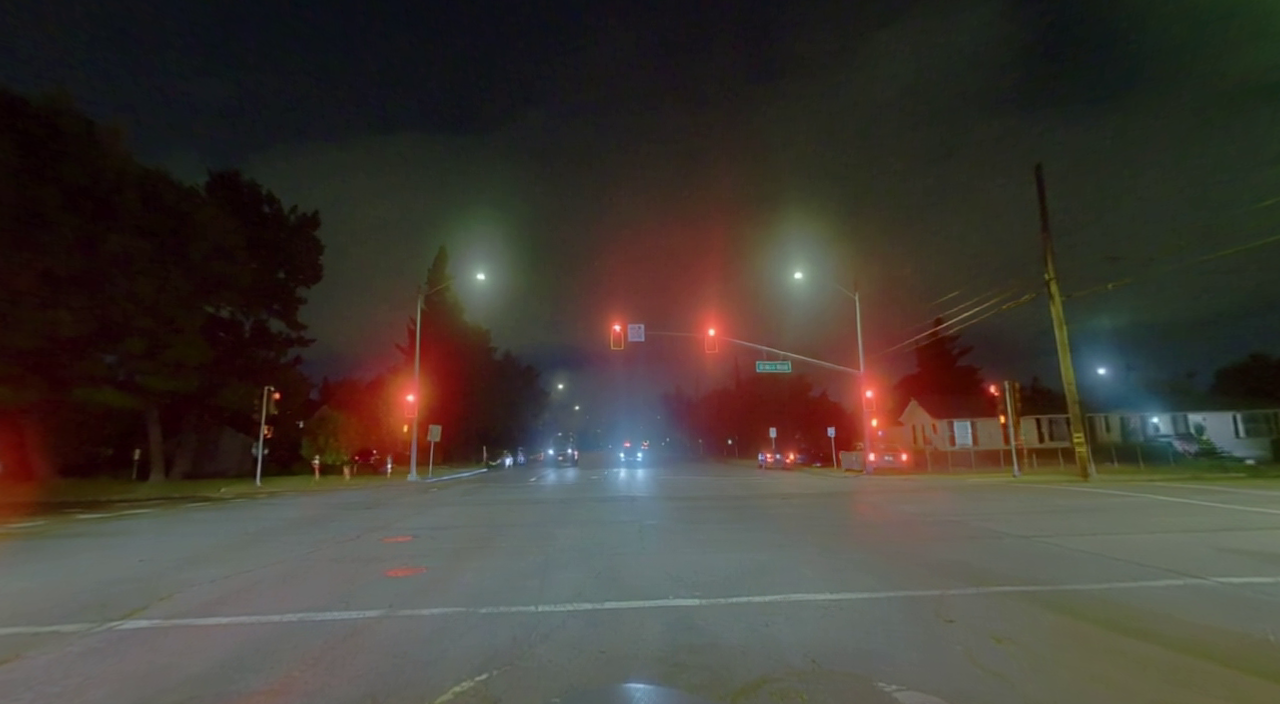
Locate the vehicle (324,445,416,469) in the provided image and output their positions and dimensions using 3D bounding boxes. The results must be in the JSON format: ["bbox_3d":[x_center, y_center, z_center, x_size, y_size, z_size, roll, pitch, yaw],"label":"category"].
[{"bbox_3d":[-16.401,6.382,38.596,4.713,1.409,1.918,0,-8,-2],"label":"vehicle"}]

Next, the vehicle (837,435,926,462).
[{"bbox_3d":[15.364,6.175,40.324,4.892,1.656,1.856,0,-8,0],"label":"vehicle"}]

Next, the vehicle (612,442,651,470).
[{"bbox_3d":[-0.498,5.965,36.405,2.105,1.457,4.173,0,-8,-1],"label":"vehicle"}]

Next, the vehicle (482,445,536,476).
[{"bbox_3d":[-6.620,5.525,32.402,1.881,1.452,4.121,0,-8,0],"label":"vehicle"}]
